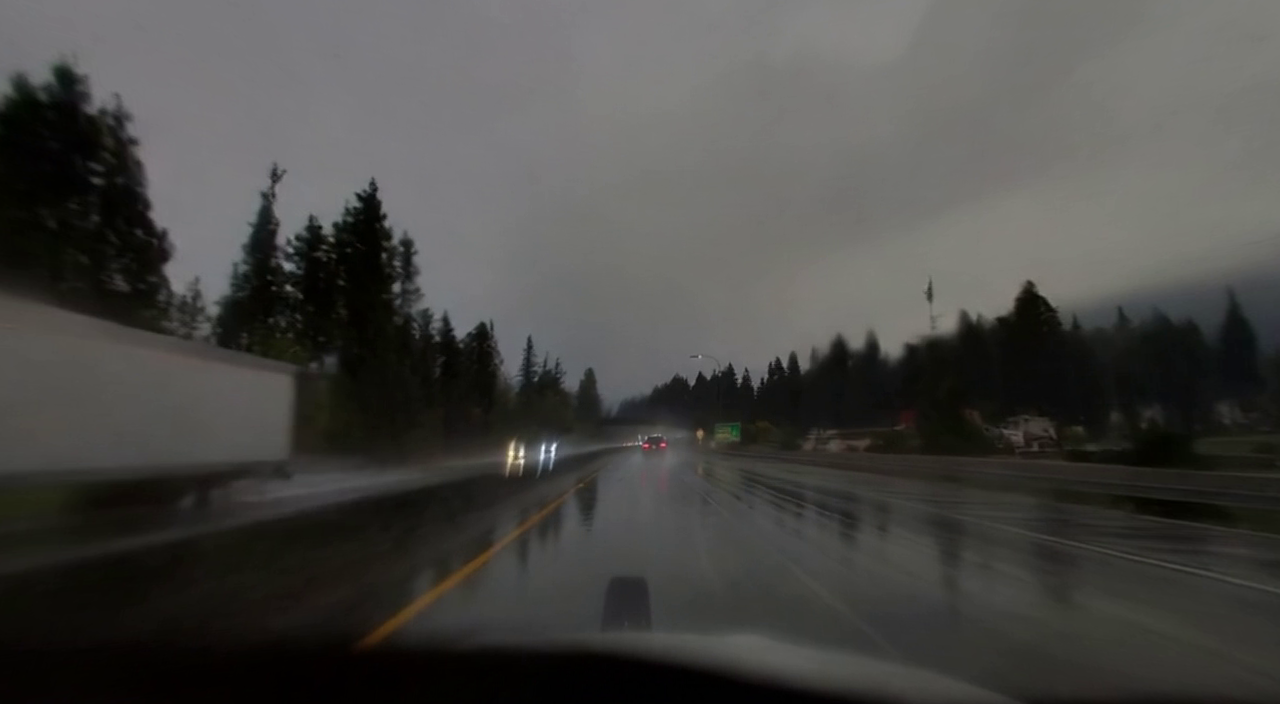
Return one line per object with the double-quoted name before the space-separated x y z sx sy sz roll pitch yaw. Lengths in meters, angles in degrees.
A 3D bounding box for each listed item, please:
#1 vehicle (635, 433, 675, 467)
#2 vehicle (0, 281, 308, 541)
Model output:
"vehicle" 0.941 6.001 38.789 2.301 1.944 4.554 0 -8 1
"vehicle" -11.705 1.229 11.996 2.948 4.113 14.195 0 -8 0
